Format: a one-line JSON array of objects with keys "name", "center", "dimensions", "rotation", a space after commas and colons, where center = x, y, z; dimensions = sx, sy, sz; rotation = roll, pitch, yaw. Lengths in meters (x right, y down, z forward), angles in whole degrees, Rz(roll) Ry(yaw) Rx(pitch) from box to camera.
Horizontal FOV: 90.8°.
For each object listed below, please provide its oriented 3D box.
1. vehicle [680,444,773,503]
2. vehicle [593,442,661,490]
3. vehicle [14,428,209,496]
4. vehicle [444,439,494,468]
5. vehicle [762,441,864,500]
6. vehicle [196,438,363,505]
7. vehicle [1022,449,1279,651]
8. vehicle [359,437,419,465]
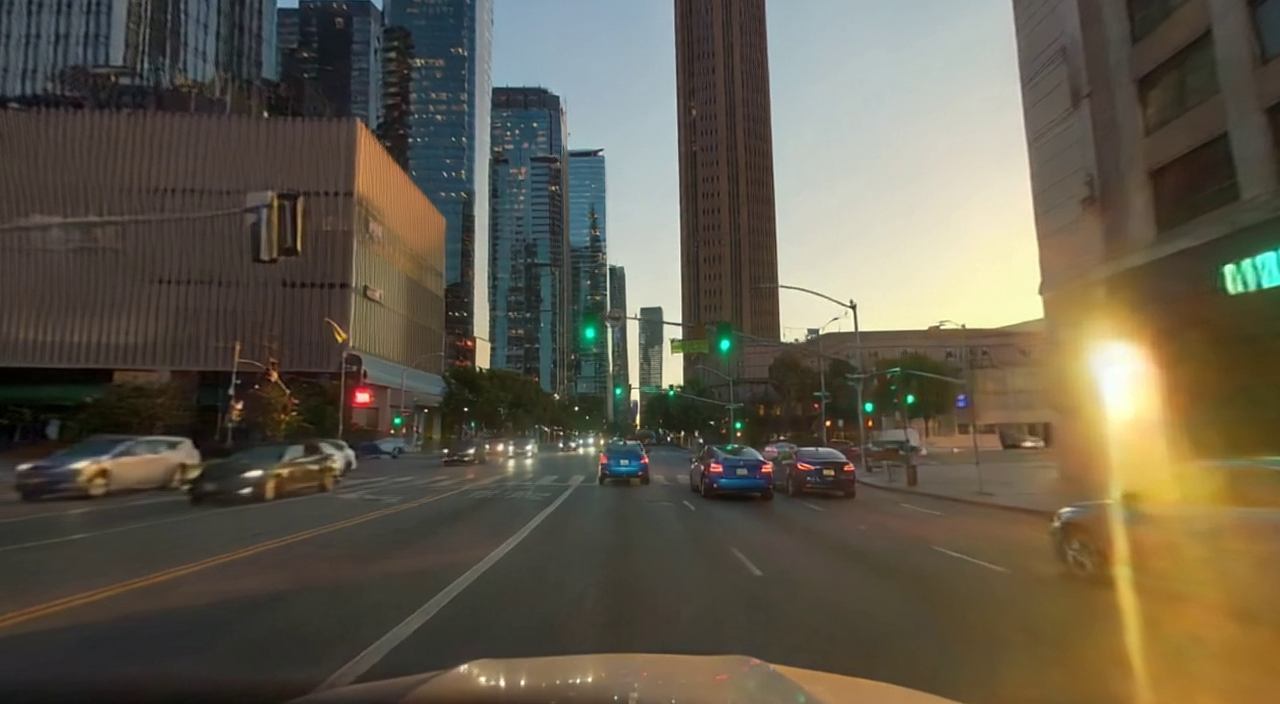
[{"name": "vehicle", "center": [2.368, 3.472, 18.540], "dimensions": [1.987, 1.484, 4.427], "rotation": [0, -9, -2]}, {"name": "vehicle", "center": [-0.433, 3.880, 21.801], "dimensions": [2.096, 1.457, 4.160], "rotation": [0, -9, -1]}, {"name": "vehicle", "center": [-15.305, 3.208, 18.719], "dimensions": [1.932, 1.760, 4.422], "rotation": [0, -9, -1]}, {"name": "vehicle", "center": [-10.243, 6.095, 38.114], "dimensions": [1.879, 1.637, 4.100], "rotation": [0, -9, 0]}, {"name": "vehicle", "center": [5.565, 3.859, 20.992], "dimensions": [2.015, 1.745, 4.444], "rotation": [0, -9, -2]}, {"name": "vehicle", "center": [-9.594, 3.194, 17.363], "dimensions": [1.960, 1.568, 4.511], "rotation": [0, -9, -1]}, {"name": "vehicle", "center": [5.710, 1.582, 5.395], "dimensions": [1.914, 1.484, 4.639], "rotation": [0, -9, -1]}, {"name": "vehicle", "center": [-16.314, 6.461, 41.341], "dimensions": [2.087, 1.676, 4.567], "rotation": [0, -9, -1]}]
